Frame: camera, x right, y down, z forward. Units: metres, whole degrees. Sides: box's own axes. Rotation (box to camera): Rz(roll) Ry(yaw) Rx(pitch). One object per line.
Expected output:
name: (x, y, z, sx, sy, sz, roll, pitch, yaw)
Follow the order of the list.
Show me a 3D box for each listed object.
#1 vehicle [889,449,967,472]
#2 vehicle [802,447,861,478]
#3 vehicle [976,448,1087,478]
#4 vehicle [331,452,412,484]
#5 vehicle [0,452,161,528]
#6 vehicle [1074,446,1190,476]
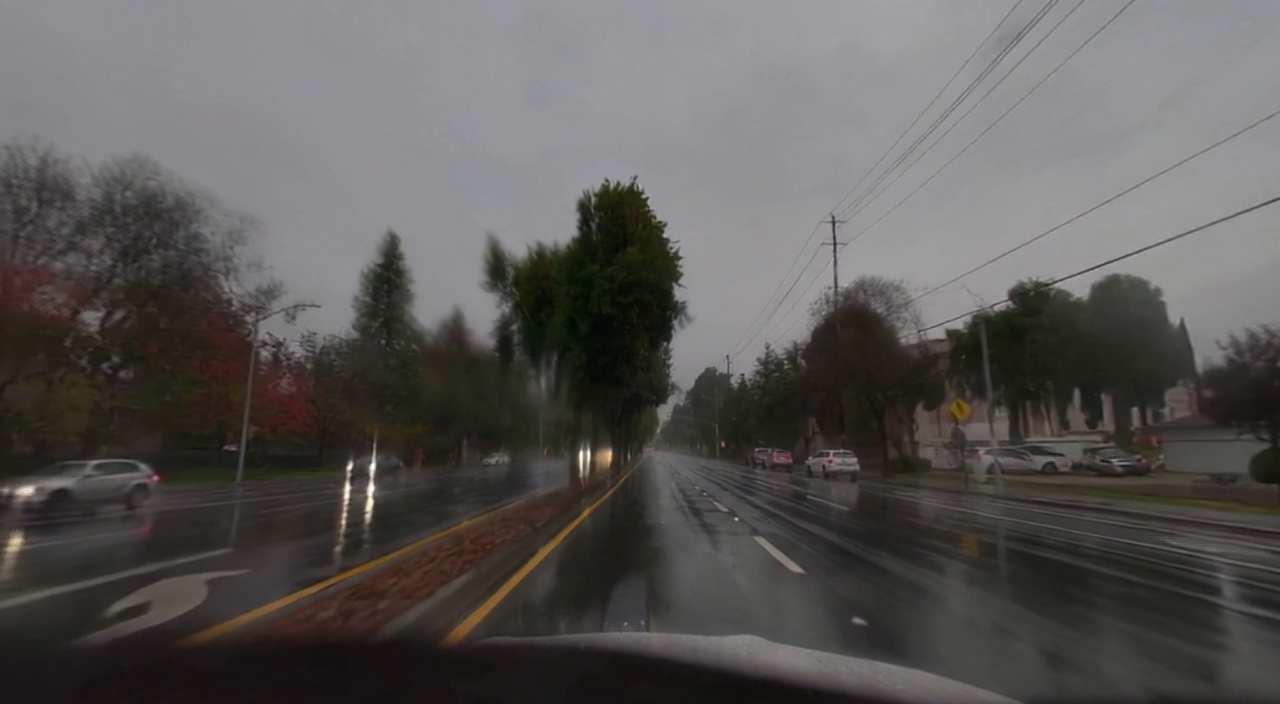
vehicle: (19.969, 7.517, 43.873, 4.643, 1.520, 1.894, -3, -8, 18)
vehicle: (12.174, 7.043, 40.443, 2.182, 1.768, 4.904, 0, -8, 0)
vehicle: (20.694, 5.869, 33.447, 4.664, 1.504, 1.816, 0, -8, 1)
vehicle: (-13.767, 5.944, 32.631, 2.047, 1.467, 4.611, 0, -8, 1)
vehicle: (-13.978, 3.118, 14.682, 1.902, 1.470, 4.678, 0, -8, 1)
vehicle: (25.610, 5.706, 32.922, 4.368, 1.394, 1.983, 1, -10, 1)
